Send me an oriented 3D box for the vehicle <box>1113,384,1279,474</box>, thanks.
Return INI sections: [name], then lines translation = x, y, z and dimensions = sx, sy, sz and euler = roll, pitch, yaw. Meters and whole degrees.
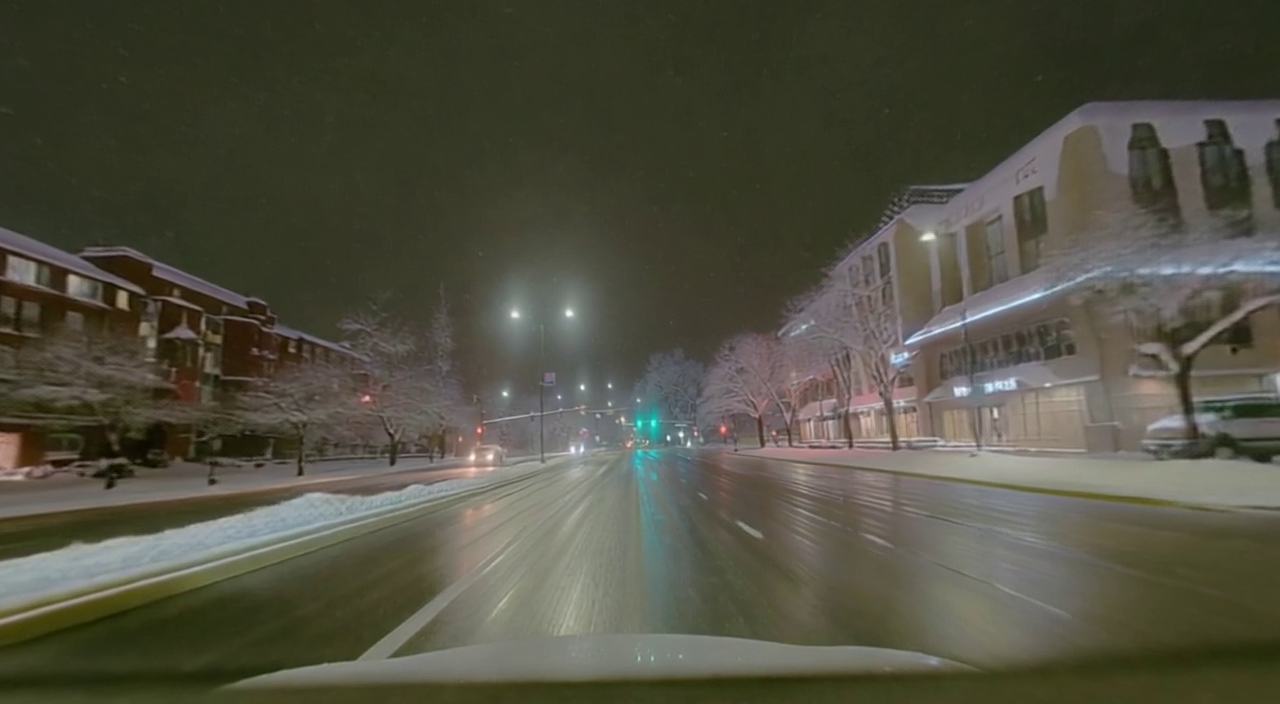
[vehicle]
translation = 19.724, 2.529, 20.656
dimensions = 6.543, 2.736, 2.324
euler = 0, -9, -3
